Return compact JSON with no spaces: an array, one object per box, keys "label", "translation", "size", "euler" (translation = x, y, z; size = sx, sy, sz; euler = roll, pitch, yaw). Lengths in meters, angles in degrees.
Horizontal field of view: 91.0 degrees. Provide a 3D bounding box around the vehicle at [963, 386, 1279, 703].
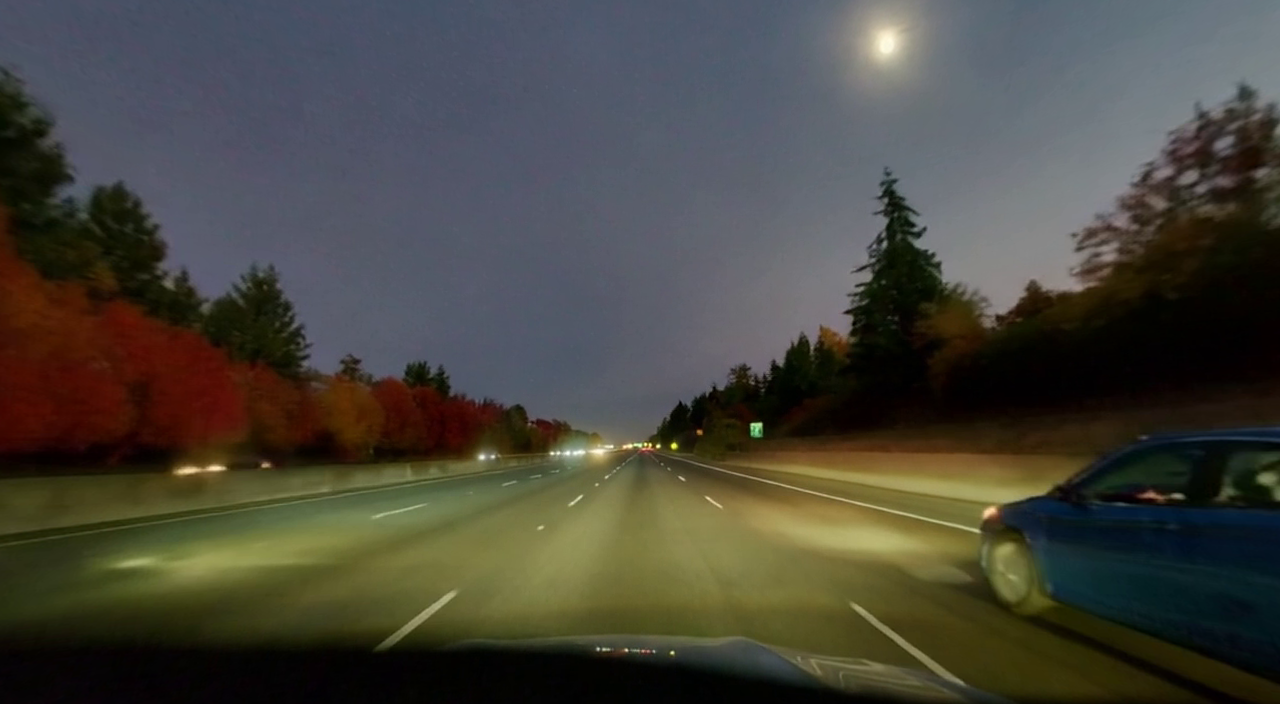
[{"label":"vehicle","translation":[3.583,0.928,2.474],"size":[2.146,1.573,4.661],"euler":[0,-9,0]}]
